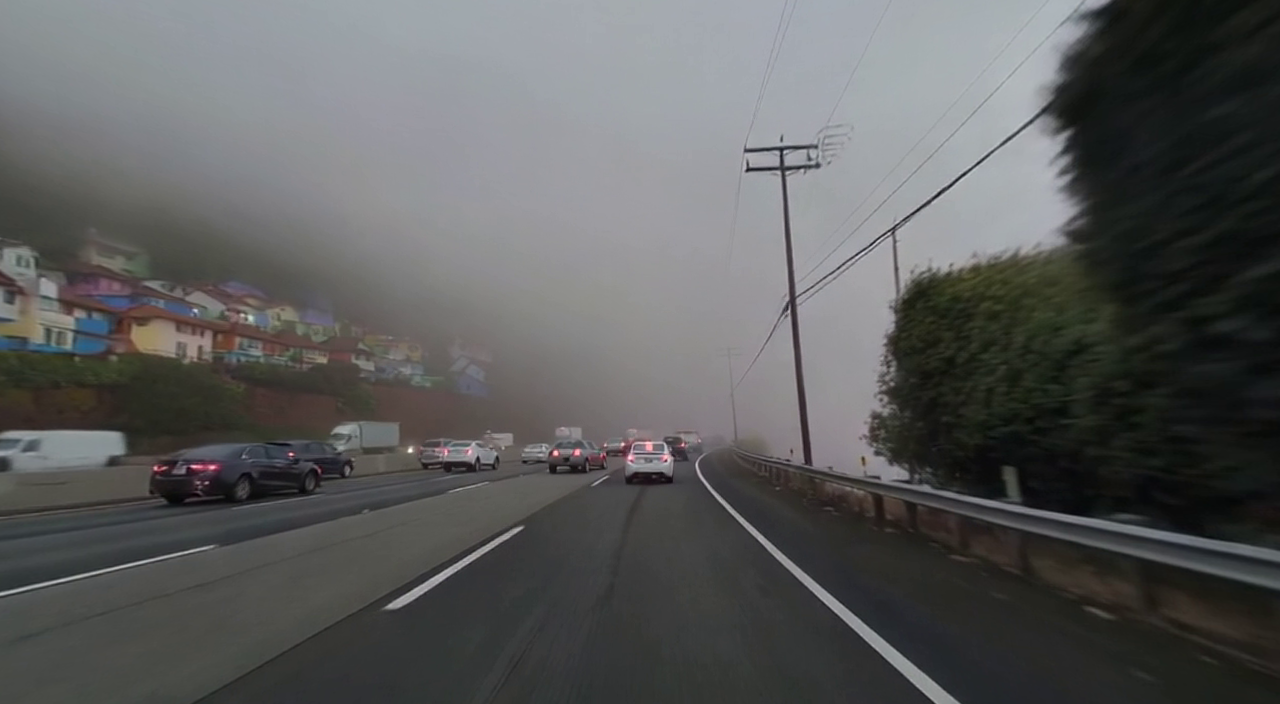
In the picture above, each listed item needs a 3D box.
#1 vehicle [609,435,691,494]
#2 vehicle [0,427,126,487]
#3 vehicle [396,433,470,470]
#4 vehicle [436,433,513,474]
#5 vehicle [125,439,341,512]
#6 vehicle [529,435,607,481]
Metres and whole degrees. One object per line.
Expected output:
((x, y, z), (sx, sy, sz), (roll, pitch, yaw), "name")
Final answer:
((0.364, 3.181, 18.238), (2.109, 1.495, 3.935), (-1, -8, 3), "vehicle")
((-22.236, 3.745, 22.683), (2.230, 1.990, 5.675), (-1, -9, 8), "vehicle")
((-11.658, 5.657, 35.973), (2.105, 1.971, 4.868), (-1, -9, 7), "vehicle")
((-8.008, 4.949, 30.955), (2.080, 1.833, 4.461), (-1, -9, 7), "vehicle")
((-9.508, 2.881, 15.304), (1.959, 1.469, 4.450), (-1, -8, 6), "vehicle")
((-2.698, 4.124, 24.840), (2.121, 1.639, 4.383), (-1, -8, 6), "vehicle")
